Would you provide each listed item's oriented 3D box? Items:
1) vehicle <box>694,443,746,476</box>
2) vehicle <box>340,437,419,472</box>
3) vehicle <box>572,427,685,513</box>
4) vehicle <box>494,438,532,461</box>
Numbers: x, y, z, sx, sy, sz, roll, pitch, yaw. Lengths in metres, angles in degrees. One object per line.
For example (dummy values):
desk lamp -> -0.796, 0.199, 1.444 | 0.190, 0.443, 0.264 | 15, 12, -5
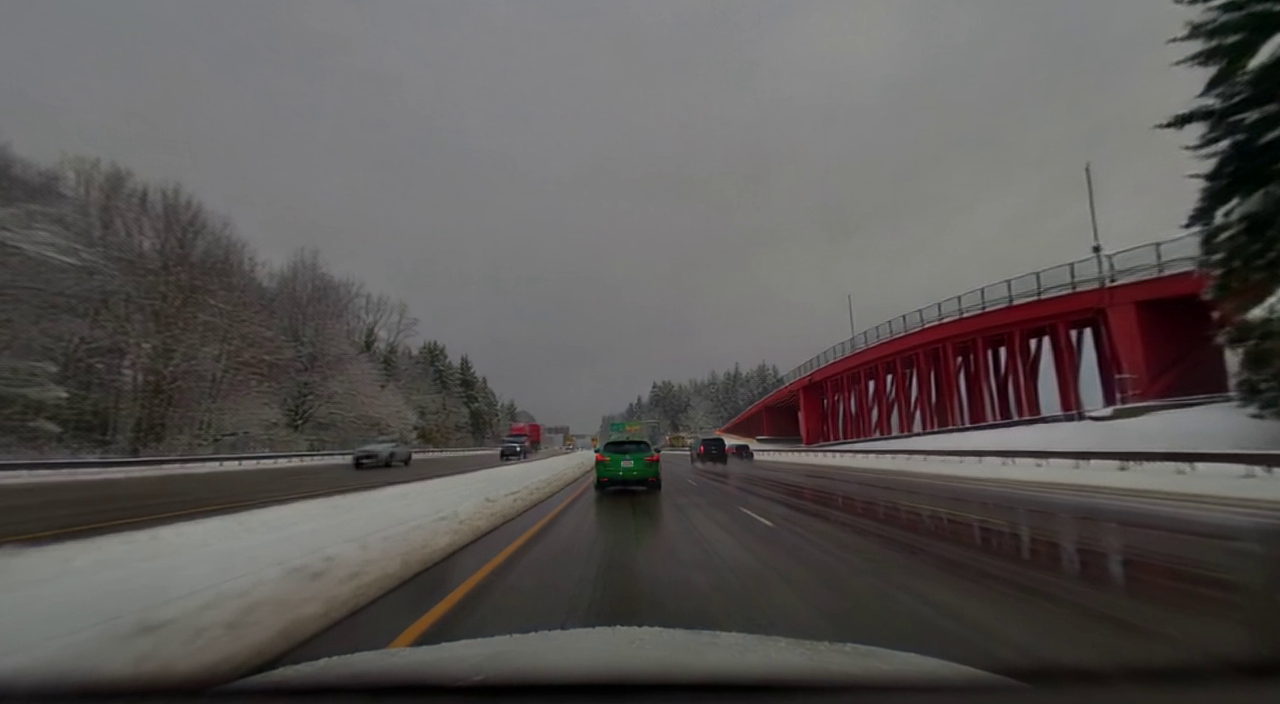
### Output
vehicle -> 3.868, 5.234, 30.838 | 1.894, 1.487, 3.751 | 0, -9, -2
vehicle -> -12.308, 4.862, 29.907 | 1.938, 1.516, 4.282 | 0, -9, 0
vehicle -> -0.259, 2.680, 14.627 | 2.259, 1.699, 4.015 | 0, -9, -1
vehicle -> -9.862, 7.646, 49.036 | 2.111, 1.674, 4.548 | 0, -9, -1
